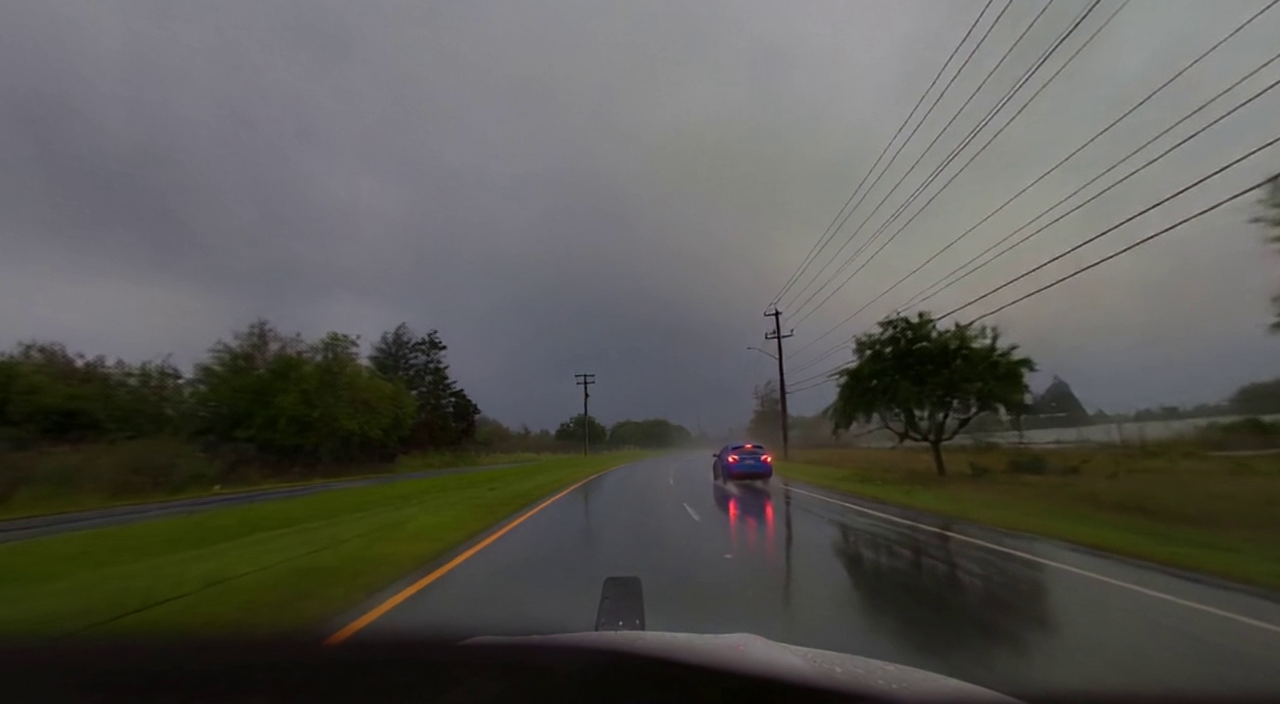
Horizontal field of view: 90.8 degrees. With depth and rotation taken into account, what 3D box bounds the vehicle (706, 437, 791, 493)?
[{"bbox_3d":[3.523,3.769,21.362,2.135,1.692,4.185,0,-9,0],"label":"vehicle"}]
